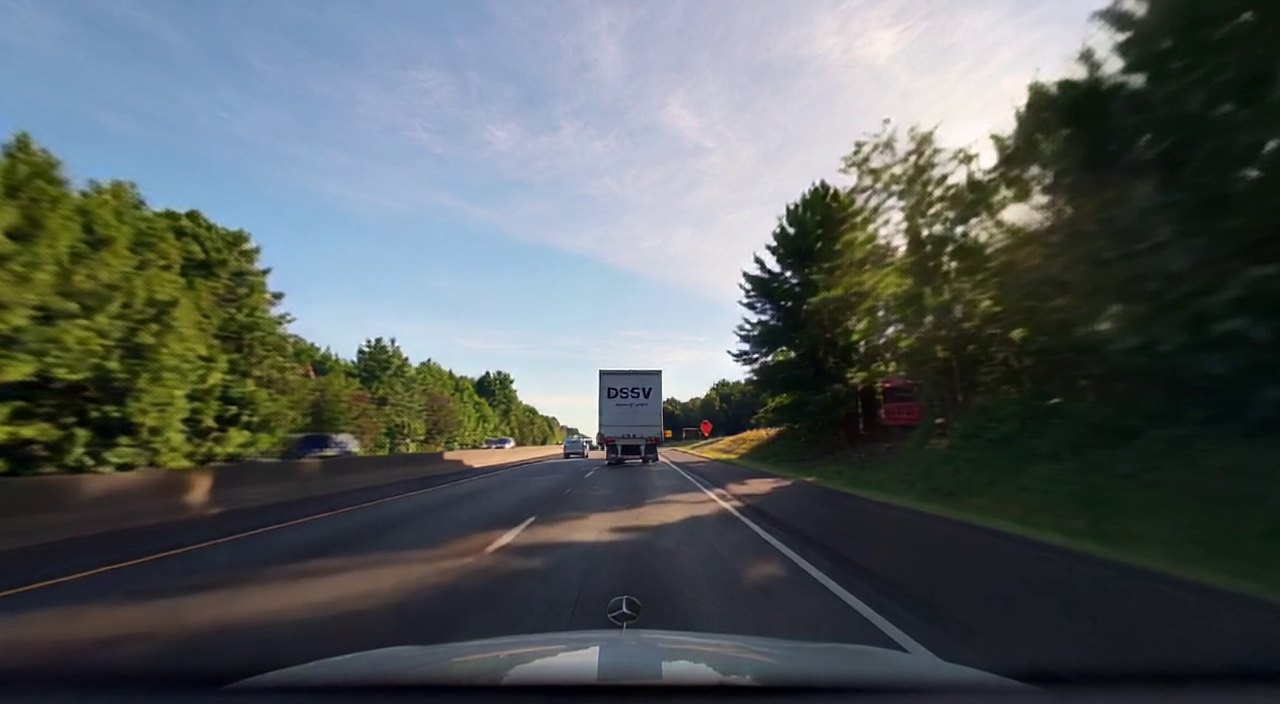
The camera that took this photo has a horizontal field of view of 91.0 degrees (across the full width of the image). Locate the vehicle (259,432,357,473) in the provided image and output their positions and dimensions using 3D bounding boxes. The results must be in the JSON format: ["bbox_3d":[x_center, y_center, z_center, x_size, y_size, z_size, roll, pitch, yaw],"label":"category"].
[{"bbox_3d":[-13.554,4.111,26.021,1.790,1.518,4.111,0,-8,0],"label":"vehicle"}]

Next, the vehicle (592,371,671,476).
[{"bbox_3d":[-0.438,3.381,28.844,2.969,3.957,10.270,0,-8,-1],"label":"vehicle"}]
